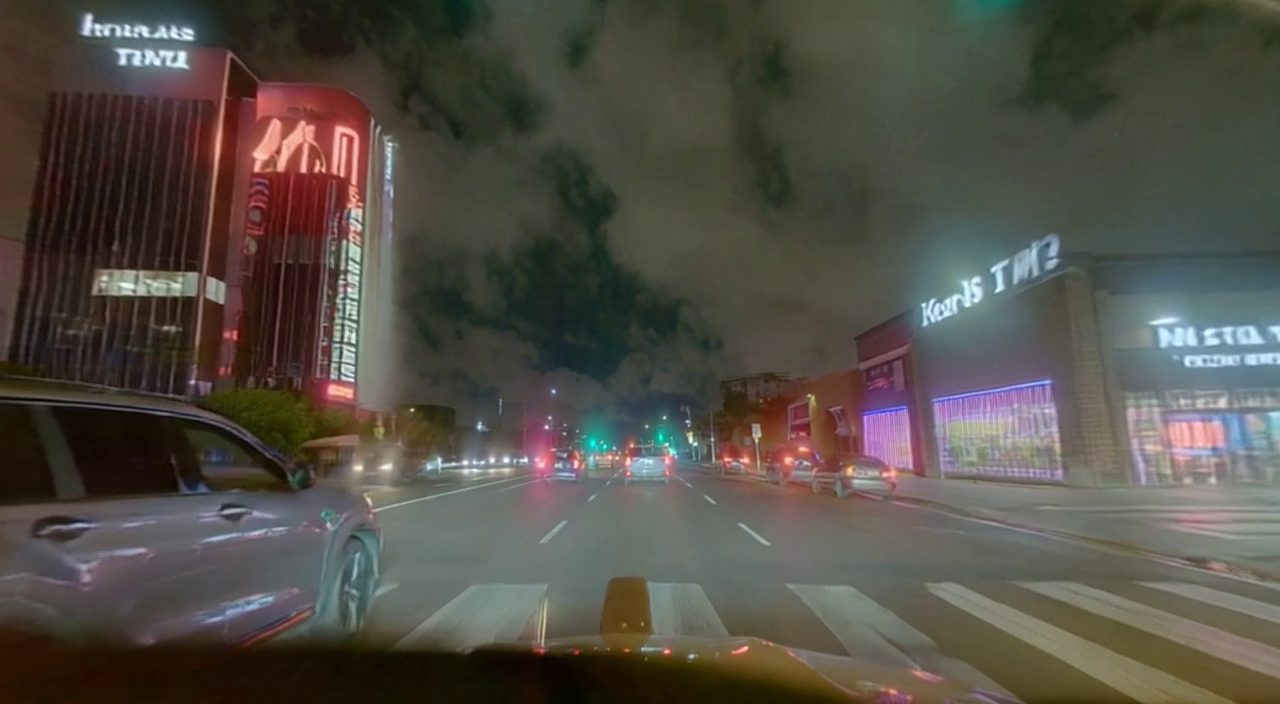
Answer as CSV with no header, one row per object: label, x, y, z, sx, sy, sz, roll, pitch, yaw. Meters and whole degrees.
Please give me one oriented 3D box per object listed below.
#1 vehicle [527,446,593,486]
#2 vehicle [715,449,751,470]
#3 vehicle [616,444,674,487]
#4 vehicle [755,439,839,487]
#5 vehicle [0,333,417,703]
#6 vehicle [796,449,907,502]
vehicle,-3.095,4.477,25.141,1.950,1.450,4.257,0,-9,2
vehicle,6.949,8.103,47.609,2.014,1.495,4.562,0,-9,-1
vehicle,0.196,4.278,24.036,2.037,1.484,4.073,0,-9,0
vehicle,6.539,4.675,26.872,2.159,1.817,5.056,0,-9,-1
vehicle,-2.926,0.939,2.978,2.049,1.646,4.445,0,-9,1
vehicle,6.457,3.794,19.835,1.944,1.462,4.406,0,-9,0
